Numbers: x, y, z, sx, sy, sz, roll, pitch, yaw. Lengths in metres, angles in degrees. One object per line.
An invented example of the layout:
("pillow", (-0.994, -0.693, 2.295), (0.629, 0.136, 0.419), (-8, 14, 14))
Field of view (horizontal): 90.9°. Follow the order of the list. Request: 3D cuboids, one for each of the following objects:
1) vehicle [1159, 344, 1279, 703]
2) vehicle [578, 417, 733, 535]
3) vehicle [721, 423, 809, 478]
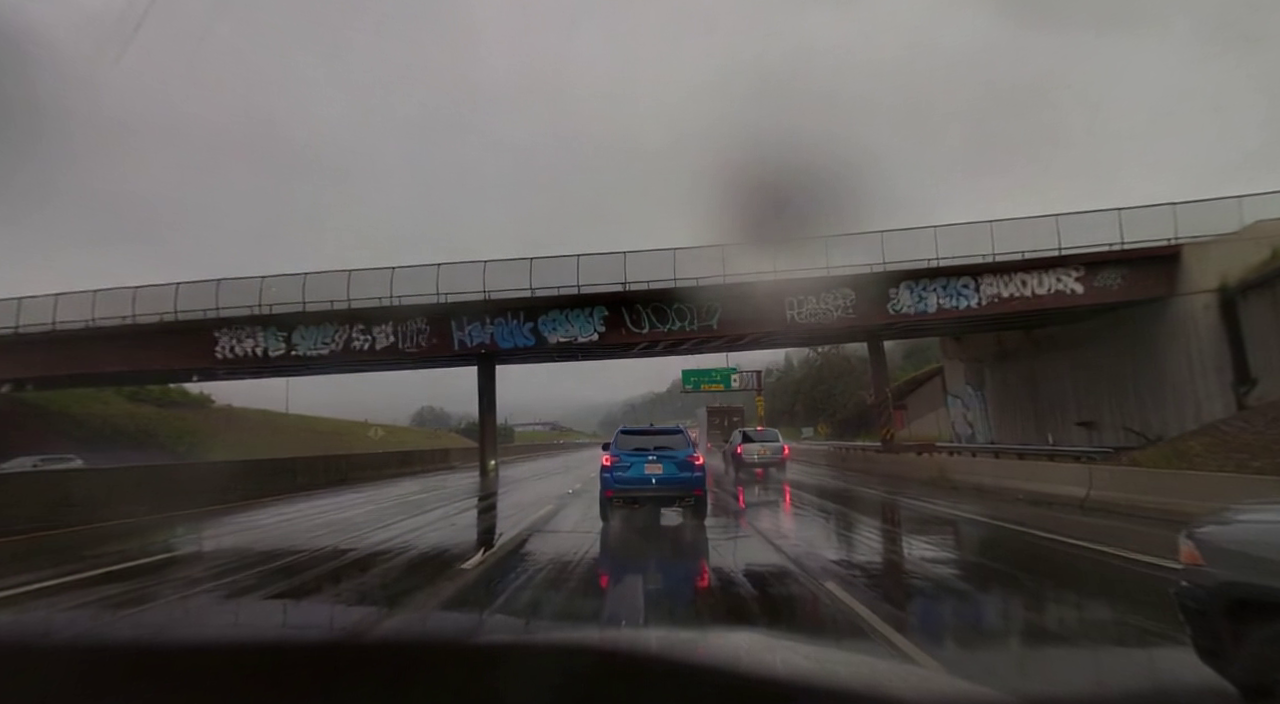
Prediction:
("vehicle", (3.629, 0.553, 0.804), (2.133, 1.685, 4.518), (-1, -8, 2))
("vehicle", (0.252, 2.064, 11.022), (2.193, 1.651, 3.946), (0, -8, 1))
("vehicle", (4.752, 3.879, 25.021), (2.311, 1.922, 5.977), (0, -8, 0))
